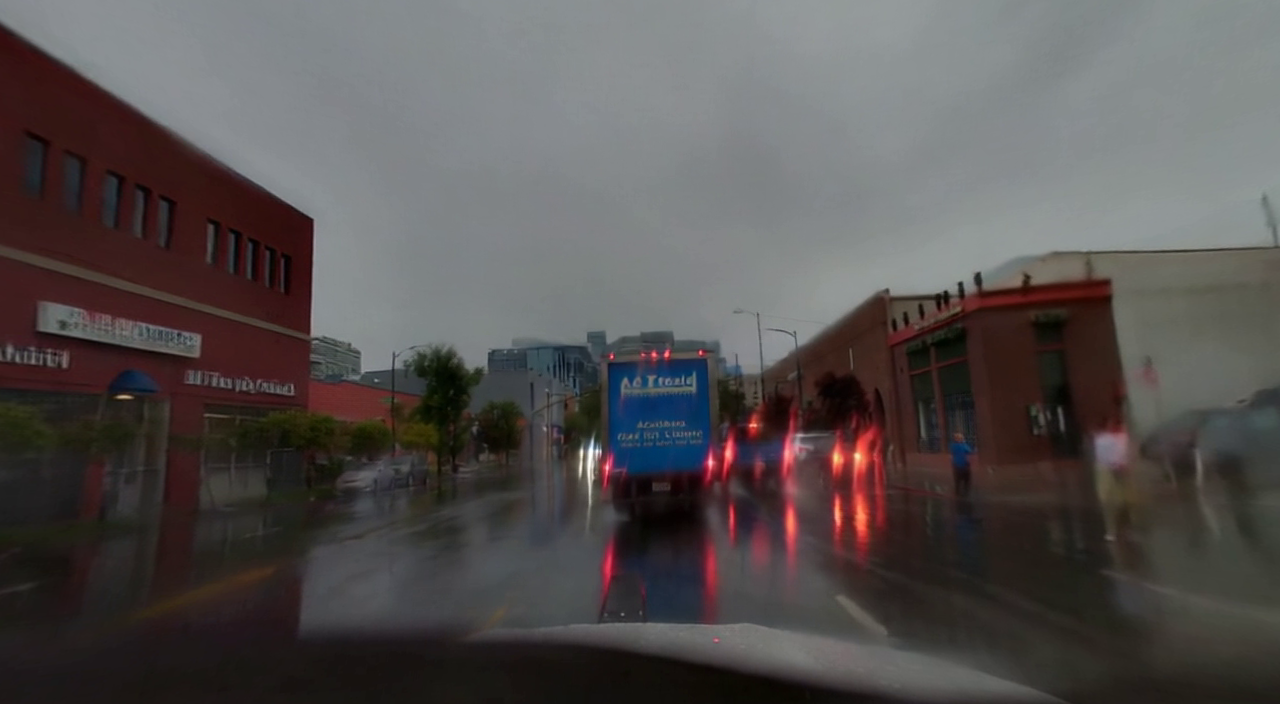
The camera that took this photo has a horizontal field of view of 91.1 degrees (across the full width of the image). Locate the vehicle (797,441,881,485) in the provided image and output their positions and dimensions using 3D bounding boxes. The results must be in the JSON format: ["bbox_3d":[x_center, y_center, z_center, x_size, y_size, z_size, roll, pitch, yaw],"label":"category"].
[{"bbox_3d":[7.751,4.359,24.908,1.951,1.548,4.290,0,-9,1],"label":"vehicle"}]

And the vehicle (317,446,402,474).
[{"bbox_3d":[-21.638,8.312,48.538,5.475,2.011,2.269,-1,-8,6],"label":"vehicle"}]

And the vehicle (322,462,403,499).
[{"bbox_3d":[-13.284,6.141,30.362,1.901,1.508,4.405,0,-9,0],"label":"vehicle"}]

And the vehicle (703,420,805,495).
[{"bbox_3d":[3.489,3.387,20.432,2.346,2.062,5.236,0,-9,0],"label":"vehicle"}]

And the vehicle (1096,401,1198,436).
[{"bbox_3d":[25.997,3.474,32.367,1.811,1.623,3.921,0,-9,-3],"label":"vehicle"}]

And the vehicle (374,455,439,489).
[{"bbox_3d":[-13.127,6.750,35.569,1.943,1.682,4.365,0,-9,0],"label":"vehicle"}]

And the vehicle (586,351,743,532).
[{"bbox_3d":[0.290,1.904,13.365,2.517,2.926,6.177,0,-9,-2],"label":"vehicle"}]
